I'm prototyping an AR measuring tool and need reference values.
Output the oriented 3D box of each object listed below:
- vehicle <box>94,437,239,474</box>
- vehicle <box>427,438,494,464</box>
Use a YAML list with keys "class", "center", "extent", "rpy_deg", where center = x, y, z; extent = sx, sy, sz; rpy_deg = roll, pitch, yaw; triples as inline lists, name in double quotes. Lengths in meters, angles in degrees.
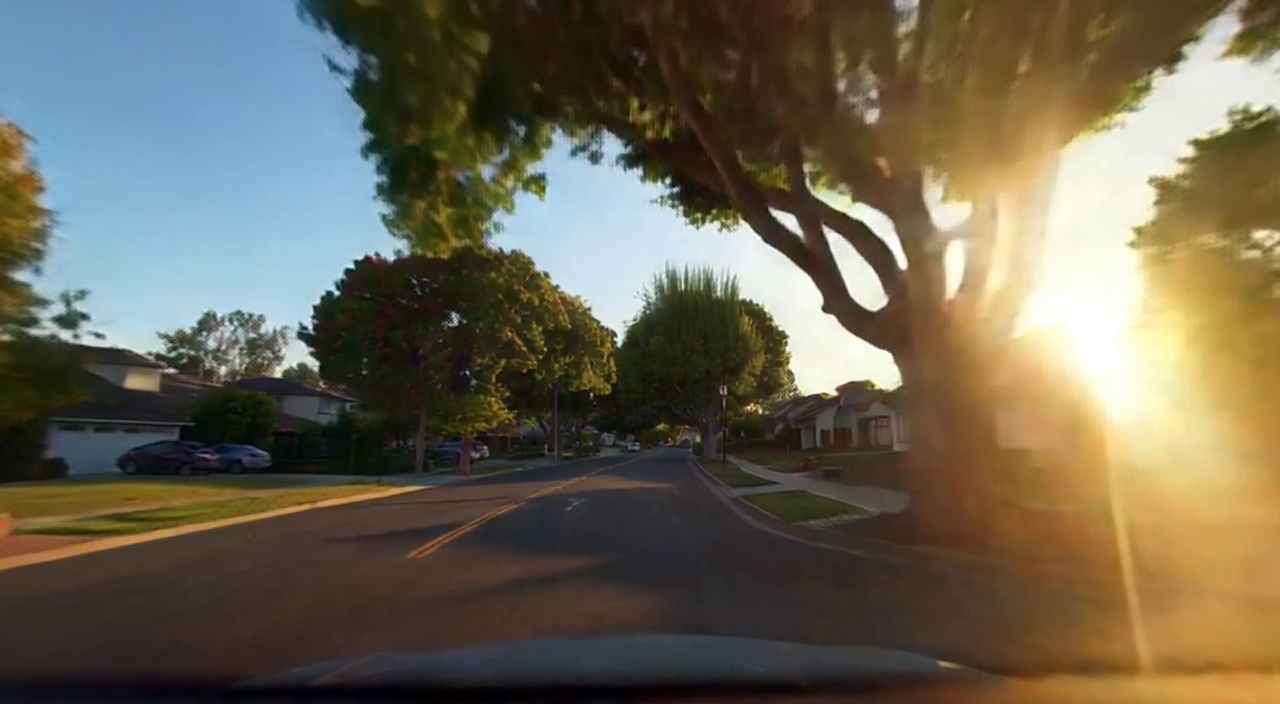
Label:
- class: "vehicle"
  center: [-19.683, 4.341, 26.503]
  extent: [4.373, 1.464, 1.917]
  rpy_deg: [2, -11, -17]
- class: "vehicle"
  center: [-12.942, 7.170, 45.774]
  extent: [4.370, 1.761, 1.901]
  rpy_deg: [1, -9, -5]
